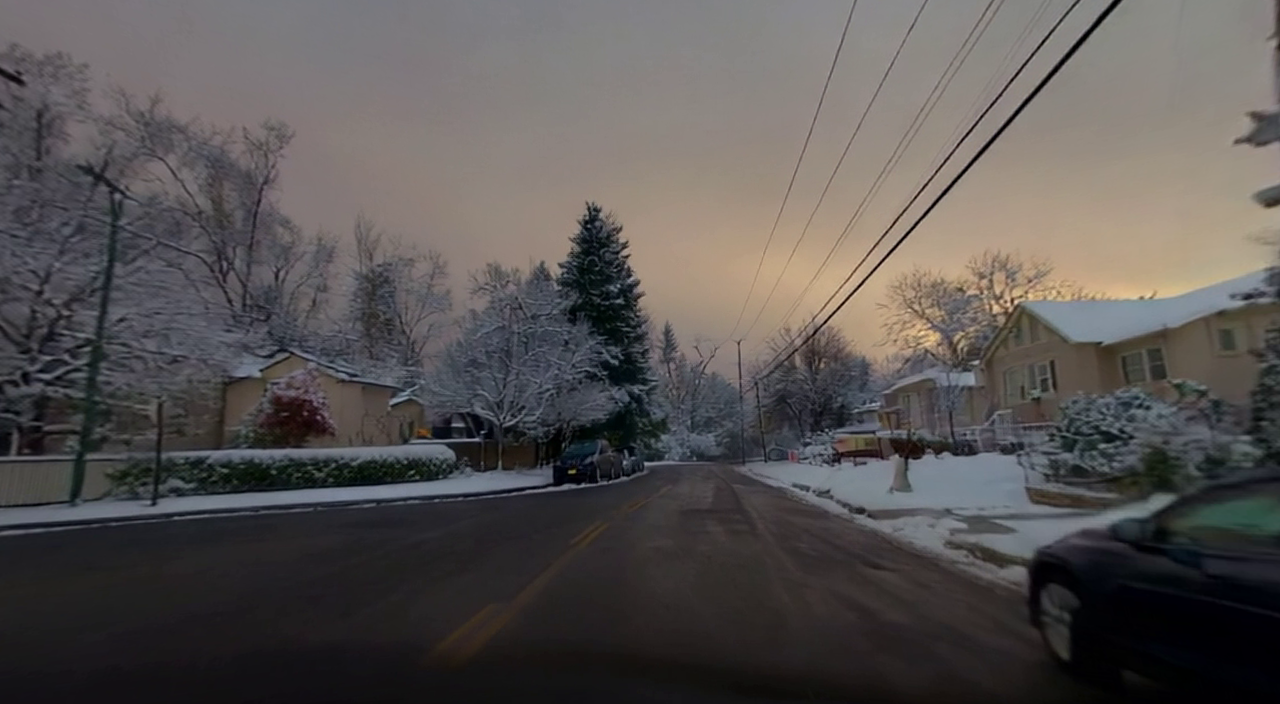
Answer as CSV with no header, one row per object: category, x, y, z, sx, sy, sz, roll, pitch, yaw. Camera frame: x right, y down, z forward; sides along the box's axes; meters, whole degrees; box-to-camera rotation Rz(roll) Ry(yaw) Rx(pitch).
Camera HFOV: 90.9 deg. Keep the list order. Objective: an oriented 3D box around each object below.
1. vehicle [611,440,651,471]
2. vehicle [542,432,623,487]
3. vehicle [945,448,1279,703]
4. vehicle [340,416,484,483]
vehicle,-0.521,6.850,41.948,2.139,1.882,4.635,-1,-9,6
vehicle,-2.141,4.323,25.647,2.463,1.951,5.794,0,-9,3
vehicle,3.737,1.212,3.053,2.151,1.468,5.066,0,-9,2
vehicle,-10.182,4.427,28.747,5.828,2.818,2.231,2,-9,-13
